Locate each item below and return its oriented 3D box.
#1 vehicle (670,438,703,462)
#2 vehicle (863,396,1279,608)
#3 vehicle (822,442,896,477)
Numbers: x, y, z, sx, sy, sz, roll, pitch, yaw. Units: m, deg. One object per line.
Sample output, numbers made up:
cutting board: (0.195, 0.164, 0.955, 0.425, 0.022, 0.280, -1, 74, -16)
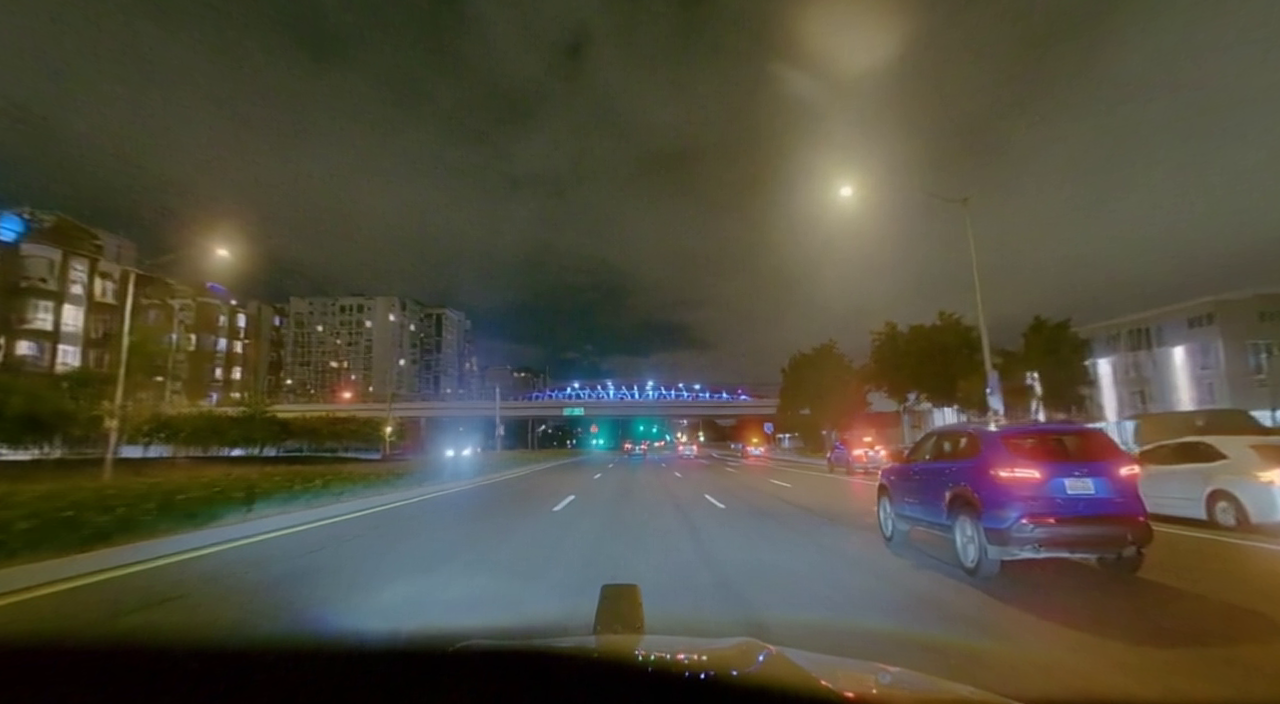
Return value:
vehicle: (3.427, 7.338, 47.354, 2.165, 1.708, 3.928, 0, -8, 0)
vehicle: (4.609, 1.582, 7.625, 2.130, 1.741, 4.665, 0, -8, 0)
vehicle: (10.034, 4.928, 29.309, 1.888, 1.468, 4.175, 0, -8, -1)
